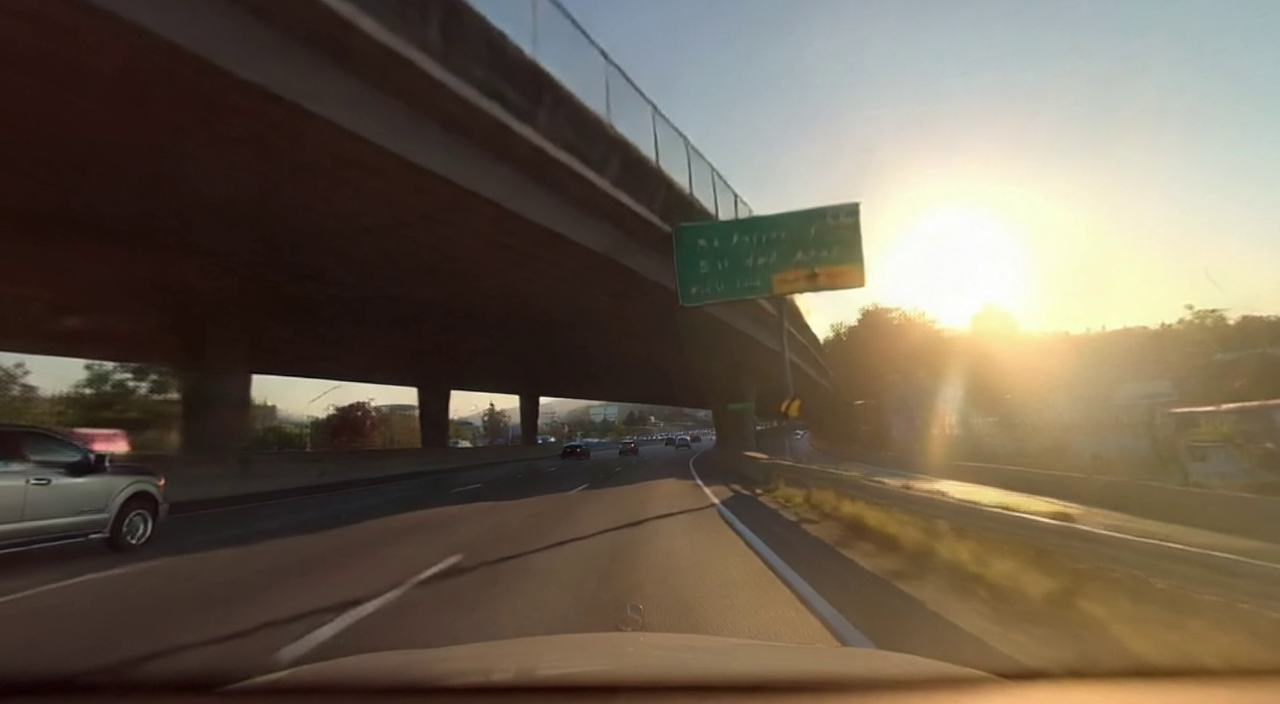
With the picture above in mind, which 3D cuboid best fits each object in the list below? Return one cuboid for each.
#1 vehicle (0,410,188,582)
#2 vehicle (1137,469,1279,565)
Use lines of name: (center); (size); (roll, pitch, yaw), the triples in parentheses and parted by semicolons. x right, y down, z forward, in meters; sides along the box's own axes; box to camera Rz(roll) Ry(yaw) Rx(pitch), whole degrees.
vehicle: (-7.071, 1.366, 5.952); (1.923, 1.630, 4.857); (0, -8, 1)
vehicle: (26.321, 7.089, 28.055); (2.749, 3.380, 6.690); (0, -8, -1)
